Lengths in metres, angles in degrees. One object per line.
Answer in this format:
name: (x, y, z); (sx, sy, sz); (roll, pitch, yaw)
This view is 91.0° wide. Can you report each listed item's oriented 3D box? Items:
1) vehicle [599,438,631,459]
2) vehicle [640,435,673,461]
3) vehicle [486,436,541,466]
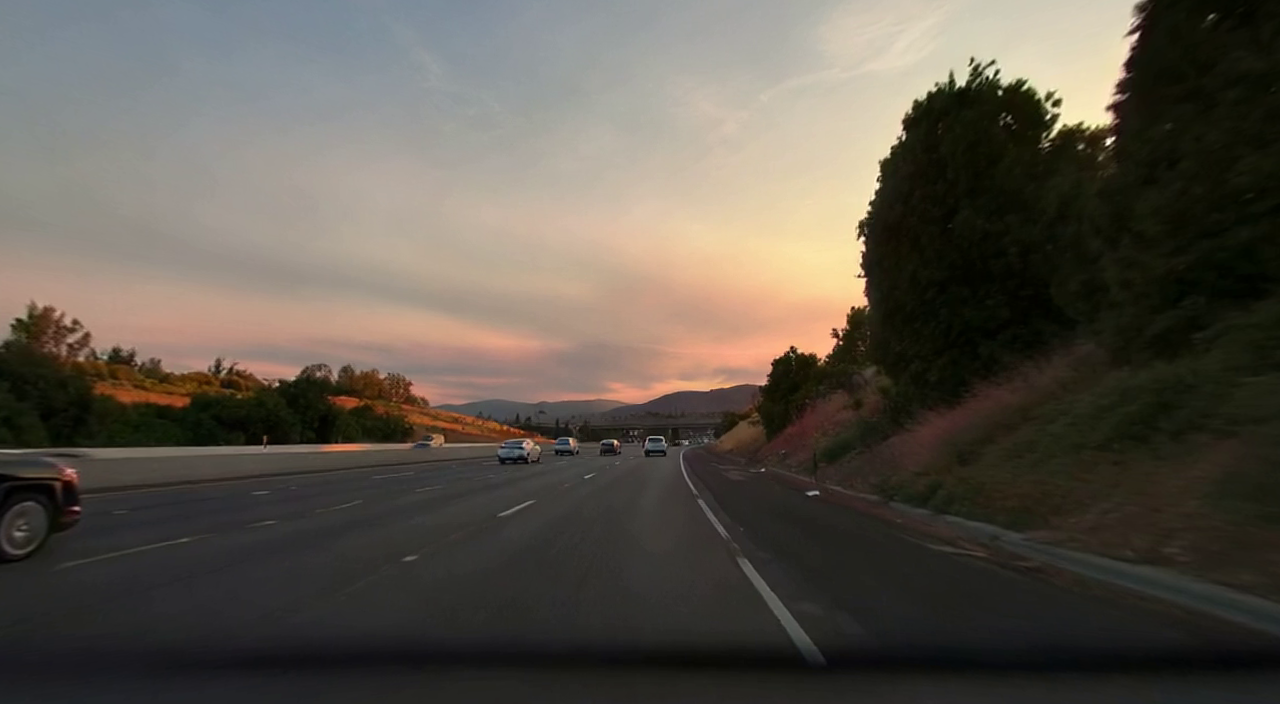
vehicle: (-1.919, 7.575, 49.409); (2.002, 1.531, 4.469); (0, -9, 5)
vehicle: (1.210, 6.697, 44.020); (2.141, 1.706, 4.065); (0, -9, 4)
vehicle: (-7.001, 5.543, 35.325); (1.986, 1.534, 4.255); (0, -9, 4)
